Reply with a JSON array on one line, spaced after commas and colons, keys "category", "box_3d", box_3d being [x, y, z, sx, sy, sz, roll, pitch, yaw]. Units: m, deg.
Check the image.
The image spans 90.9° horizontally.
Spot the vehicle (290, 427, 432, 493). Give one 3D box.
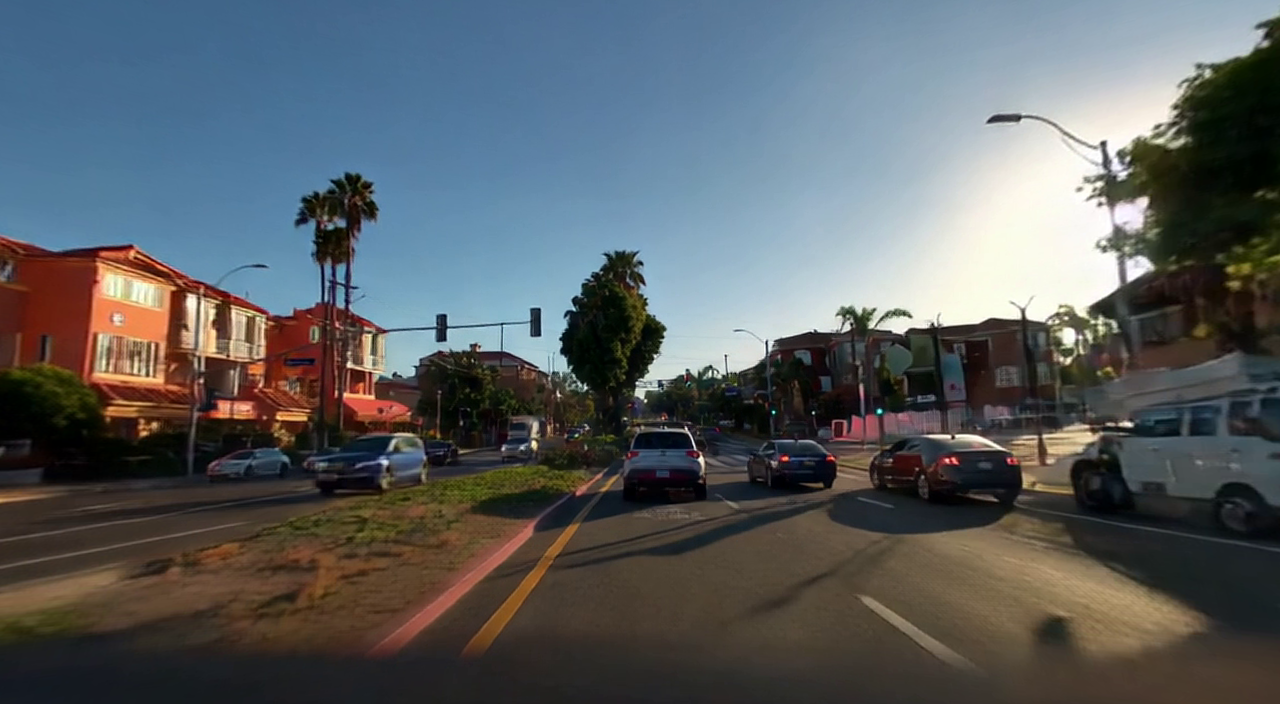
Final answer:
[{"category": "vehicle", "box_3d": [-8.195, 3.211, 19.105, 2.050, 1.725, 4.677, -1, -8, 2]}]

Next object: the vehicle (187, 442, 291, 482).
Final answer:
[{"category": "vehicle", "box_3d": [-18.851, 5.159, 29.936, 1.972, 1.694, 4.466, -1, -8, 1]}]

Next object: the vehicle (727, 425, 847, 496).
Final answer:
[{"category": "vehicle", "box_3d": [4.008, 3.071, 18.227, 2.283, 1.738, 4.916, 0, -8, 0]}]

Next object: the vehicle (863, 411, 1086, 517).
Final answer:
[{"category": "vehicle", "box_3d": [7.246, 2.492, 14.582, 2.215, 1.973, 5.323, 0, -8, 0]}]

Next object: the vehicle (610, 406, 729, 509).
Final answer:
[{"category": "vehicle", "box_3d": [0.639, 2.610, 16.019, 2.487, 2.115, 5.444, 0, -8, 1]}]

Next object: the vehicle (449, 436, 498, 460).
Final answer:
[{"category": "vehicle", "box_3d": [-11.043, 6.420, 42.146, 2.011, 1.520, 3.902, -1, -8, 3]}]

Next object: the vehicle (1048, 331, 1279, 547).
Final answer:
[{"category": "vehicle", "box_3d": [10.351, 1.344, 10.895, 2.663, 3.061, 5.602, -2, -4, -1]}]

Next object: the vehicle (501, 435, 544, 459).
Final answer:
[{"category": "vehicle", "box_3d": [-7.828, 6.371, 42.327, 1.937, 1.530, 4.107, -1, -8, 3]}]
